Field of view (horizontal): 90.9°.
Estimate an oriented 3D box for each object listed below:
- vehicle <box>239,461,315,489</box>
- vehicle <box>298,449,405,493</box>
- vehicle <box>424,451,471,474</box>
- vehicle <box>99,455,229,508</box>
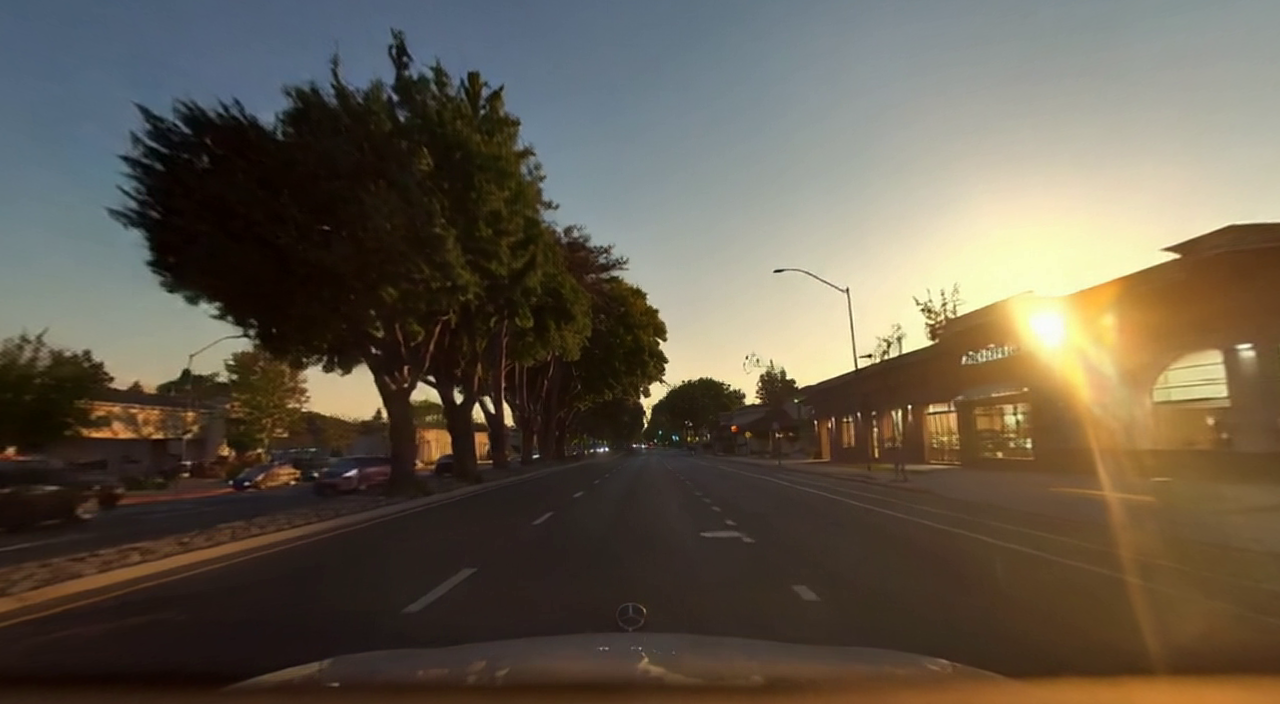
[{"bbox_3d":[-21.897,7.418,38.254,1.866,1.444,4.407,-1,-8,2],"label":"vehicle"},{"bbox_3d":[-11.646,4.808,25.876,2.070,1.500,4.724,-3,-8,2],"label":"vehicle"},{"bbox_3d":[-14.187,8.142,46.664,1.975,1.499,4.658,-1,-8,1],"label":"vehicle"},{"bbox_3d":[-18.175,4.918,24.362,1.875,1.669,4.064,-5,-8,1],"label":"vehicle"}]
